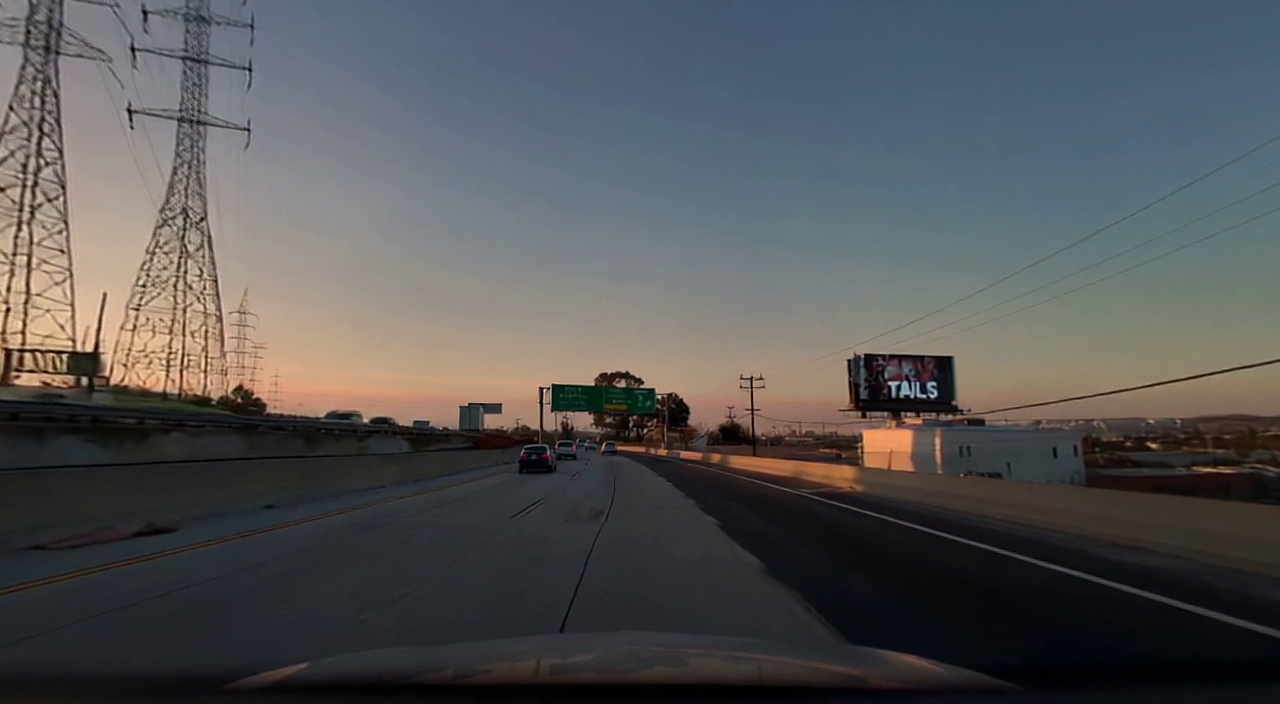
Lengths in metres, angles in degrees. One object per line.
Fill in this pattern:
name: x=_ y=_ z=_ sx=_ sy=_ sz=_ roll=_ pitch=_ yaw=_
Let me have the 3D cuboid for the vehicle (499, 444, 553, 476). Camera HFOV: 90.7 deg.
vehicle: x=-5.384 y=5.106 z=30.283 sx=1.921 sy=1.420 sz=4.078 roll=0 pitch=-8 yaw=-2
